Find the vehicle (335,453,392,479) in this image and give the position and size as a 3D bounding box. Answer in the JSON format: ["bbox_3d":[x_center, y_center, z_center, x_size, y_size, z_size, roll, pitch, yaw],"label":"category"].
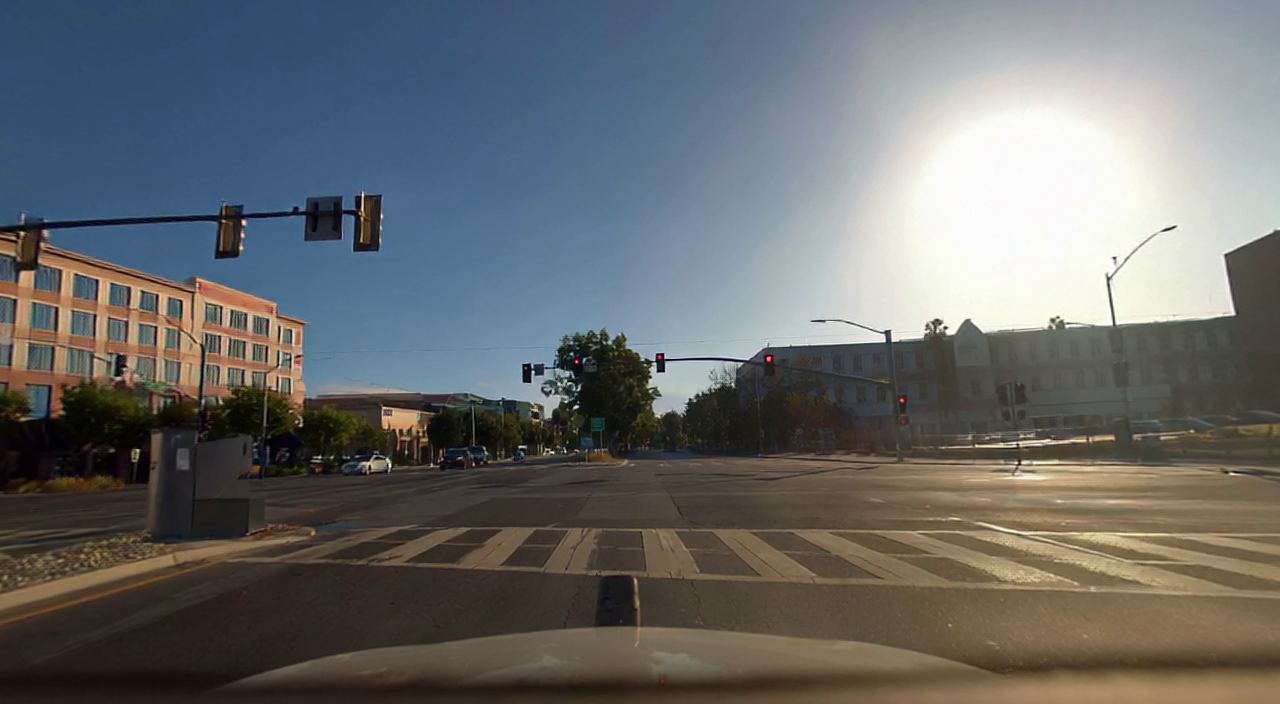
[{"bbox_3d":[-18.853,7.746,43.240,1.933,1.664,4.255,0,-9,1],"label":"vehicle"}]

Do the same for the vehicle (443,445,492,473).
[{"bbox_3d":[-12.165,7.566,44.819,2.151,1.847,4.634,0,-9,0],"label":"vehicle"}]
